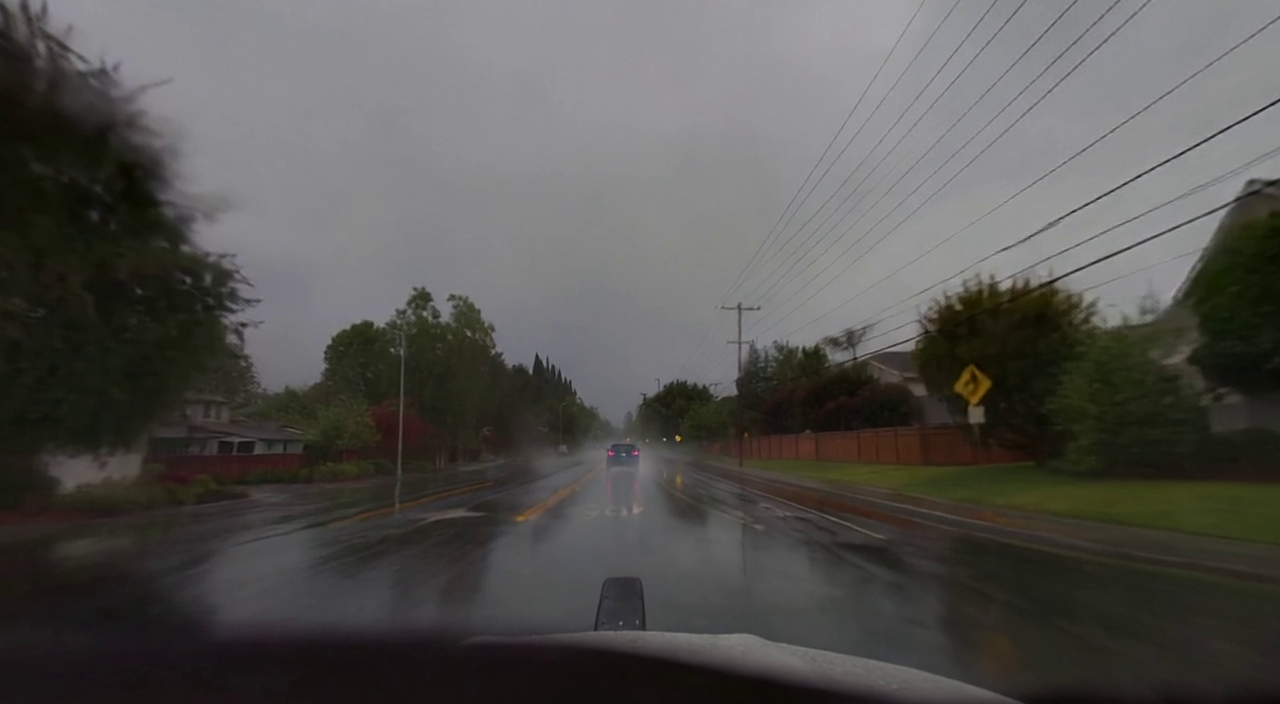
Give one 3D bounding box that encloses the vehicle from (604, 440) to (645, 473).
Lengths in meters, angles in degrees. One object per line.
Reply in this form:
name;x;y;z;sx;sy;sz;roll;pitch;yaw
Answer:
vehicle;-0.865;5.738;34.986;2.139;1.699;3.916;0;-8;-1
